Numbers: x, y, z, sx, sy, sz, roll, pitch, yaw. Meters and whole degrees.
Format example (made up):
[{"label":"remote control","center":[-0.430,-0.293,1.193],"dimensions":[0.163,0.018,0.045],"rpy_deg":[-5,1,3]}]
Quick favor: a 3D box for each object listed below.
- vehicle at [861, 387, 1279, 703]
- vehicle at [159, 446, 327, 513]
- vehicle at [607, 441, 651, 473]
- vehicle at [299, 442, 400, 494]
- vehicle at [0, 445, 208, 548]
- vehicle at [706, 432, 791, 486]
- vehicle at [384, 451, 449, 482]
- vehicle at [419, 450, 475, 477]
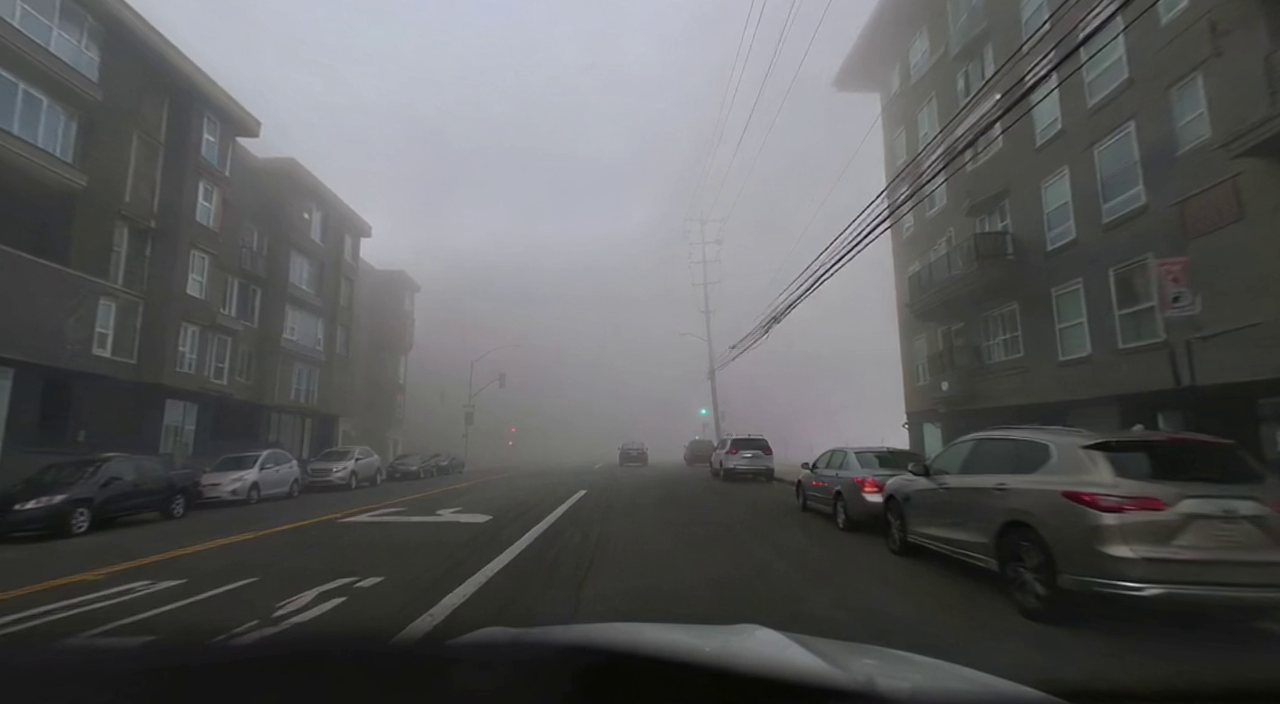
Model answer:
[{"label":"vehicle","center":[3.966,1.381,5.853],"dimensions":[1.973,1.660,5.031],"rpy_deg":[0,-8,0]},{"label":"vehicle","center":[-11.787,3.754,19.241],"dimensions":[2.039,1.781,4.536],"rpy_deg":[0,-8,1]},{"label":"vehicle","center":[-0.492,5.120,30.952],"dimensions":[2.019,1.453,4.129],"rpy_deg":[0,-8,1]},{"label":"vehicle","center":[-11.778,4.684,26.047],"dimensions":[1.997,1.918,4.736],"rpy_deg":[0,-8,-1]},{"label":"vehicle","center":[-11.740,2.917,13.524],"dimensions":[1.920,1.813,4.372],"rpy_deg":[0,-8,-1]},{"label":"vehicle","center":[3.795,3.859,23.029],"dimensions":[2.186,1.764,4.470],"rpy_deg":[0,-8,-2]},{"label":"vehicle","center":[-11.854,6.065,33.754],"dimensions":[2.004,1.526,3.807],"rpy_deg":[0,-8,1]},{"label":"vehicle","center":[-11.672,6.732,38.544],"dimensions":[1.910,1.498,4.662],"rpy_deg":[0,-8,1]}]
